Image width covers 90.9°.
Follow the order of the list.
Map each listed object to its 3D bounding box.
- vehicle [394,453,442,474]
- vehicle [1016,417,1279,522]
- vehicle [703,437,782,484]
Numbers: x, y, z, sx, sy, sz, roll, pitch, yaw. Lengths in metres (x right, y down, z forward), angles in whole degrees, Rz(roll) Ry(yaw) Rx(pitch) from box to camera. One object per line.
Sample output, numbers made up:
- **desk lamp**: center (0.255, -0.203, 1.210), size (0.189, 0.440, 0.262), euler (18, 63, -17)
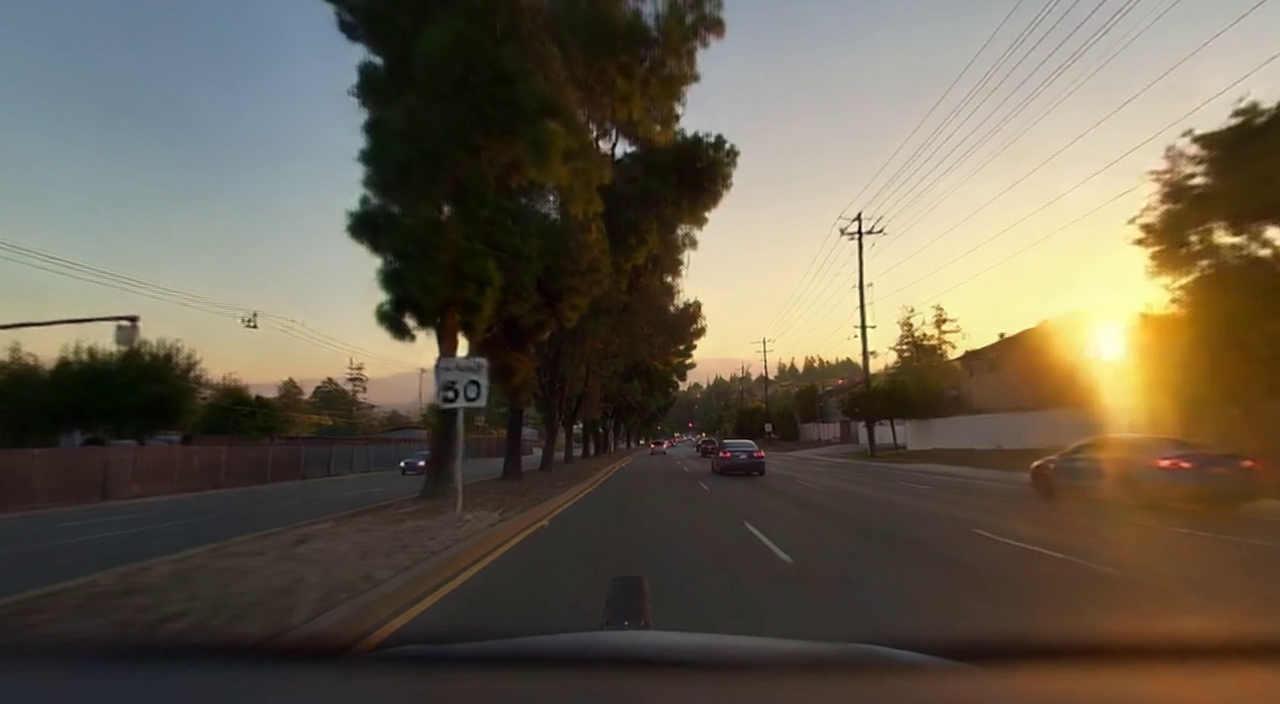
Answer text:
- **vehicle**: center (-16.896, 8.466, 48.147), size (1.952, 1.468, 4.487), euler (0, -8, 1)
- **vehicle**: center (9.879, 2.253, 12.581), size (1.978, 1.700, 4.461), euler (0, -8, 1)
- **vehicle**: center (3.480, 3.765, 22.179), size (2.063, 1.481, 4.247), euler (0, -8, 0)
